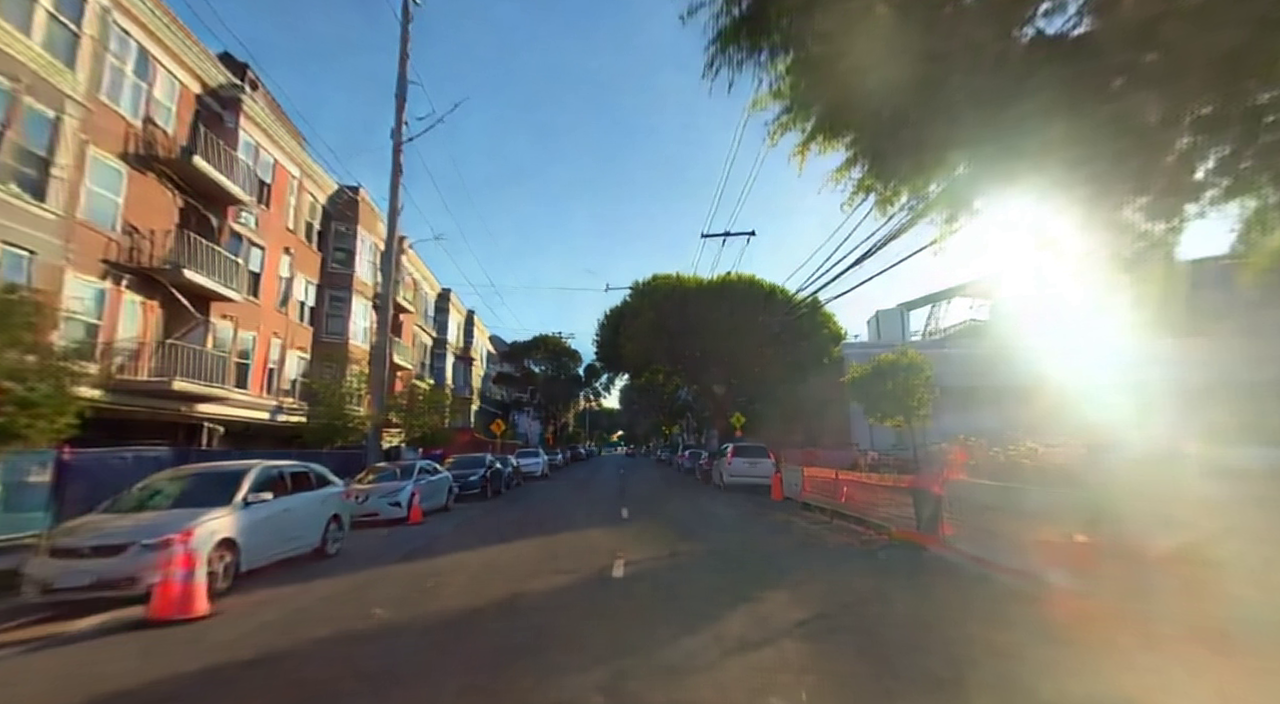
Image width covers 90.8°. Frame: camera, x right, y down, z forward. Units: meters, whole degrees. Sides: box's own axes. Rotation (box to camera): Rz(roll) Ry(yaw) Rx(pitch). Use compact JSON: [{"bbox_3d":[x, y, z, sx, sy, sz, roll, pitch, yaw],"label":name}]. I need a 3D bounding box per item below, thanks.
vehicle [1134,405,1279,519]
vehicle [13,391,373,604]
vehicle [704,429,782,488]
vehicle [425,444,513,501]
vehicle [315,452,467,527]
[{"bbox_3d":[12.873,2.058,12.219,4.585,1.977,2.170,-2,-9,5],"label":"vehicle"},{"bbox_3d":[-5.481,1.805,8.587,1.894,2.186,3.901,0,-9,1],"label":"vehicle"},{"bbox_3d":[3.745,4.096,23.762,1.994,1.857,4.393,2,-13,-3],"label":"vehicle"},{"bbox_3d":[-5.595,3.974,21.221,1.996,1.695,4.127,1,-9,-4],"label":"vehicle"},{"bbox_3d":[-5.644,3.217,15.037,1.967,1.483,4.347,0,-11,-2],"label":"vehicle"}]
